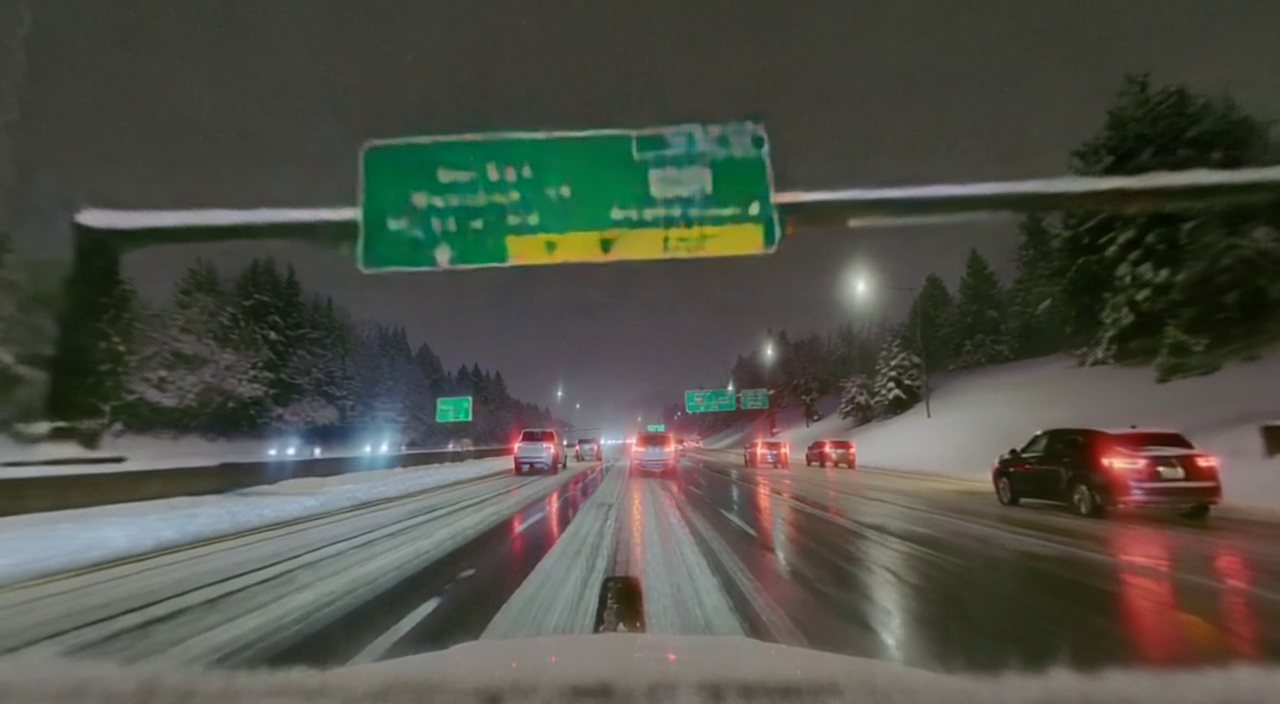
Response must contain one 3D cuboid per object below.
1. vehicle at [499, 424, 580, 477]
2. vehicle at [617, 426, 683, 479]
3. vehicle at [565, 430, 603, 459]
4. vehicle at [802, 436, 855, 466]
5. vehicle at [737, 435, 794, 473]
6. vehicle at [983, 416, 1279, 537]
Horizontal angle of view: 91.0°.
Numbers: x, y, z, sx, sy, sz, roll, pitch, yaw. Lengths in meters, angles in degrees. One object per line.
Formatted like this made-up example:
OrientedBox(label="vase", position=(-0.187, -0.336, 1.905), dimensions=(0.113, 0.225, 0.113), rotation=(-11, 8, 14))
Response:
OrientedBox(label="vehicle", position=(-3.667, 3.724, 23.933), dimensions=(2.199, 1.777, 4.790), rotation=(0, -9, 1))
OrientedBox(label="vehicle", position=(0.377, 3.654, 23.062), dimensions=(2.181, 1.728, 3.970), rotation=(0, -9, 1))
OrientedBox(label="vehicle", position=(-4.250, 7.189, 48.941), dimensions=(2.317, 2.049, 5.746), rotation=(0, -9, 1))
OrientedBox(label="vehicle", position=(11.921, 6.287, 40.071), dimensions=(2.010, 1.765, 4.375), rotation=(0, -9, 0))
OrientedBox(label="vehicle", position=(6.120, 5.020, 31.144), dimensions=(2.022, 1.682, 4.226), rotation=(0, -9, 1))
OrientedBox(label="vehicle", position=(7.716, 1.930, 10.273), dimensions=(1.989, 1.569, 3.964), rotation=(0, -9, 0))
